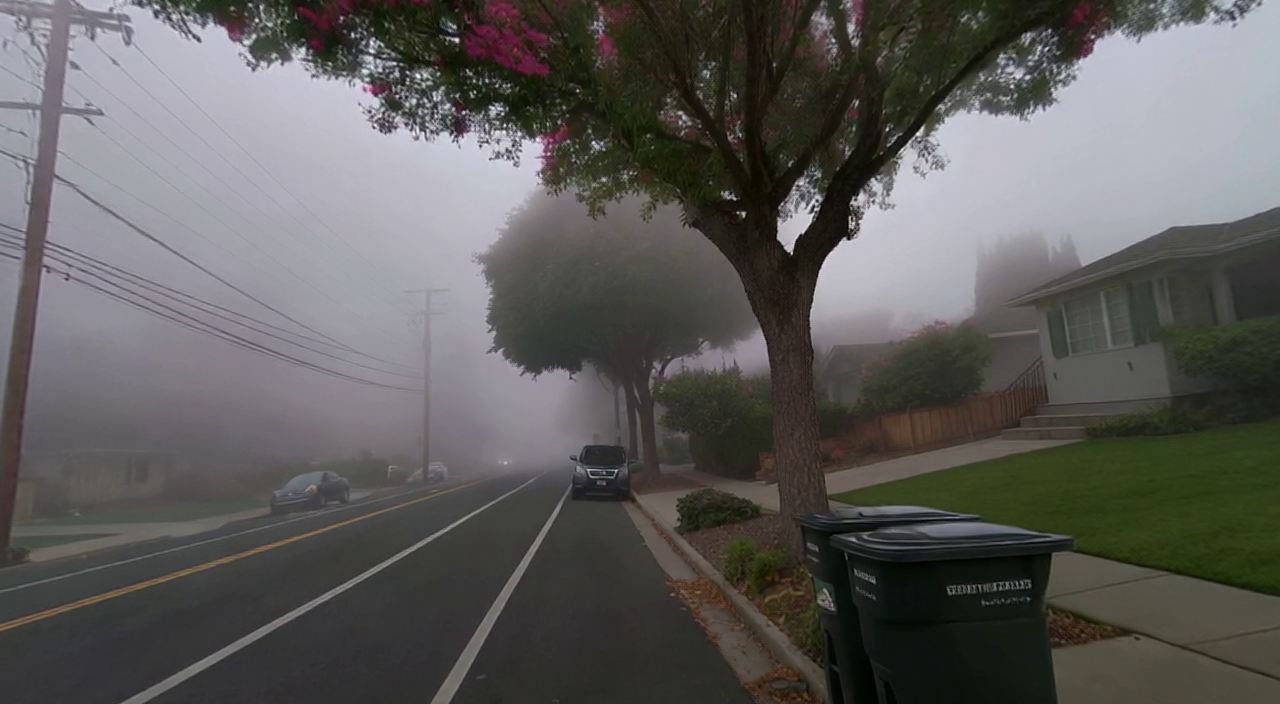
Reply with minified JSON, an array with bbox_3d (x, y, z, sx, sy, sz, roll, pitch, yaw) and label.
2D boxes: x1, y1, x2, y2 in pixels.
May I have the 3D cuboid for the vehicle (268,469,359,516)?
[{"bbox_3d":[-13.777,5.916,26.991,1.982,1.660,4.142,1,-8,-6],"label":"vehicle"}]

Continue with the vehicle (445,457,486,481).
[{"bbox_3d":[-13.771,9.113,49.634,2.218,1.679,4.723,4,-9,-25],"label":"vehicle"}]

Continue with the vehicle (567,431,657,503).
[{"bbox_3d":[-0.829,3.079,17.389,2.190,1.708,4.115,0,-8,-4],"label":"vehicle"}]
